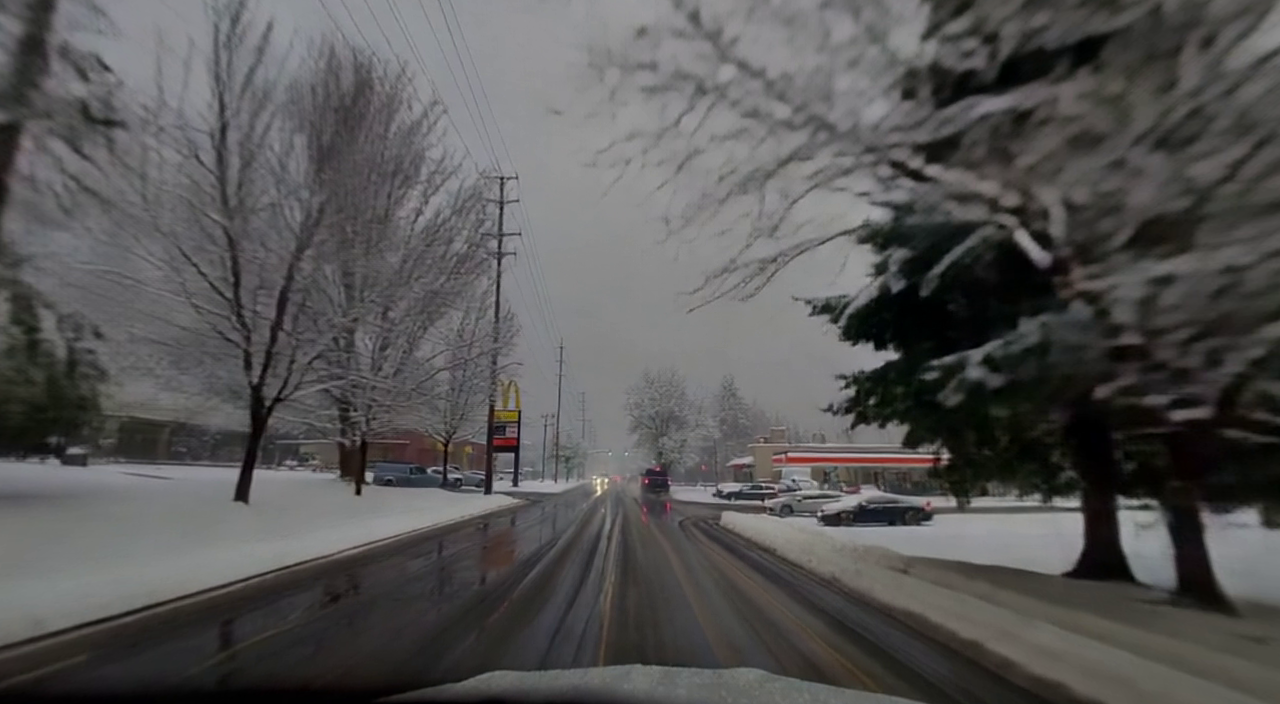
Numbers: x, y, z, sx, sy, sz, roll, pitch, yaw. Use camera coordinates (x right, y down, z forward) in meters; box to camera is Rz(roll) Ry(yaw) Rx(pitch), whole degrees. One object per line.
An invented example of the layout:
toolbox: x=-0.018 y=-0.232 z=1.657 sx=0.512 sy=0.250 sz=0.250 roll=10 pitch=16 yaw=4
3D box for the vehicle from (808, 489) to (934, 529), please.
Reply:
vehicle: x=9.240 y=6.320 z=25.474 sx=4.316 sy=1.462 sz=1.921 roll=1 pitch=-11 yaw=-3

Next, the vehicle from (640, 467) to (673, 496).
vehicle: x=1.196 y=9.875 z=48.296 sx=2.153 sy=2.074 sz=5.188 roll=1 pitch=-11 yaw=-3

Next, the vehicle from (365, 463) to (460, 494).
vehicle: x=-12.982 y=7.254 z=36.135 sx=4.575 sy=1.641 sz=2.006 roll=11 pitch=-15 yaw=-44

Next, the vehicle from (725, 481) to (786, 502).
vehicle: x=8.586 y=10.471 z=47.180 sx=4.123 sy=1.446 sz=1.807 roll=1 pitch=-11 yaw=-4
